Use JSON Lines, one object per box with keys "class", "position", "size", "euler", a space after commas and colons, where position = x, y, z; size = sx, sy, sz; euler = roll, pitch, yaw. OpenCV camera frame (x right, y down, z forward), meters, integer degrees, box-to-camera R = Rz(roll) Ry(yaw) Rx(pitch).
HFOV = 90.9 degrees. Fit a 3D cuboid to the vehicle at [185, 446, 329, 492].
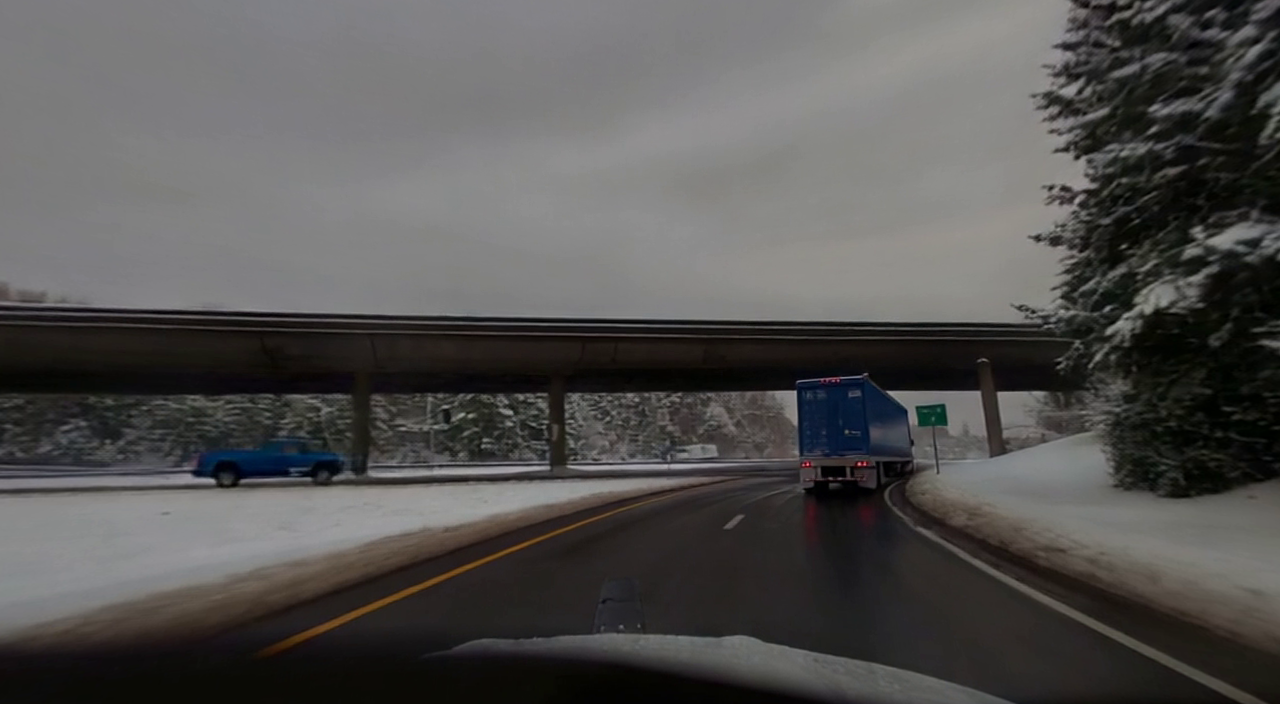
{"class": "vehicle", "position": [-13.446, 4.062, 22.216], "size": [4.024, 1.444, 1.940], "euler": [7, -11, -38]}
